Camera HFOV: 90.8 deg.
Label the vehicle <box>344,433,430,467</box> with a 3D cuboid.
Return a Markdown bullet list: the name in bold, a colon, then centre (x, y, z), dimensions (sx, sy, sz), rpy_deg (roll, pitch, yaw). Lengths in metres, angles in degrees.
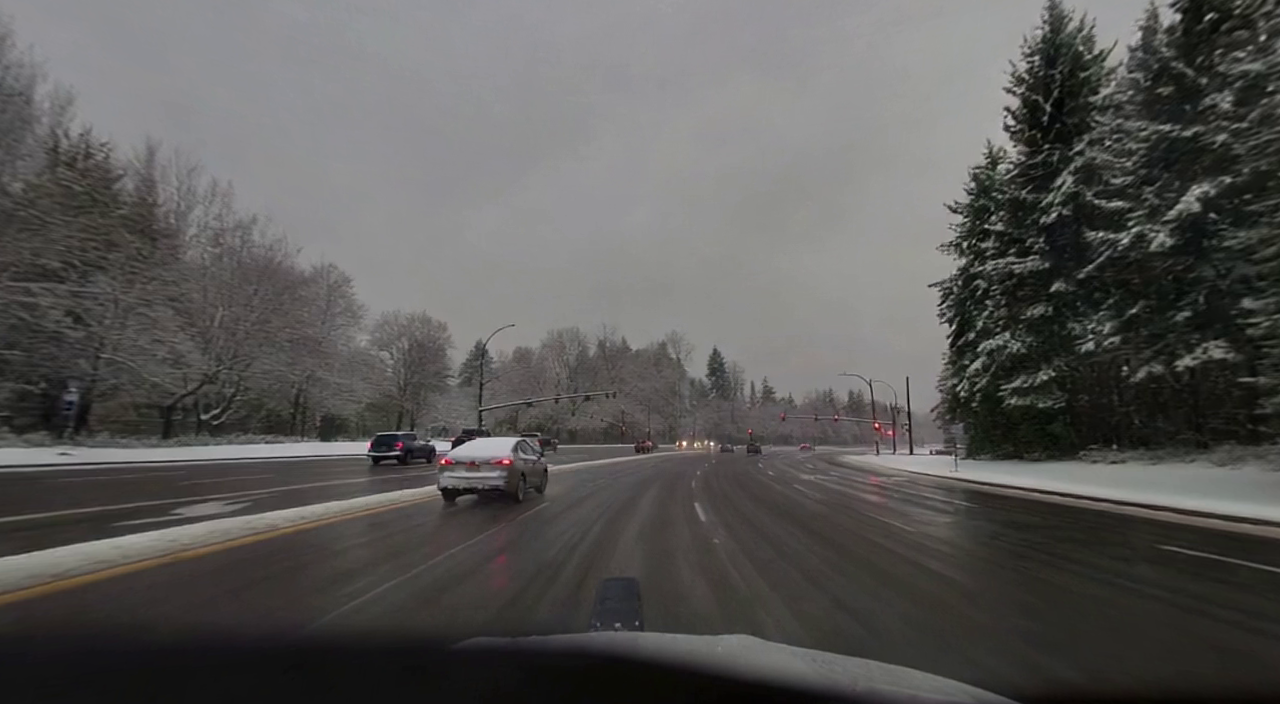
- **vehicle**: centre (-12.053, 4.687, 30.385), dimensions (1.984, 1.488, 4.258), rpy_deg (-1, -9, 7)

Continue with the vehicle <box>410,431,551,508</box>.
- **vehicle**: centre (-3.405, 2.605, 14.431), dimensions (1.934, 1.463, 4.220), rpy_deg (-1, -9, 3)
